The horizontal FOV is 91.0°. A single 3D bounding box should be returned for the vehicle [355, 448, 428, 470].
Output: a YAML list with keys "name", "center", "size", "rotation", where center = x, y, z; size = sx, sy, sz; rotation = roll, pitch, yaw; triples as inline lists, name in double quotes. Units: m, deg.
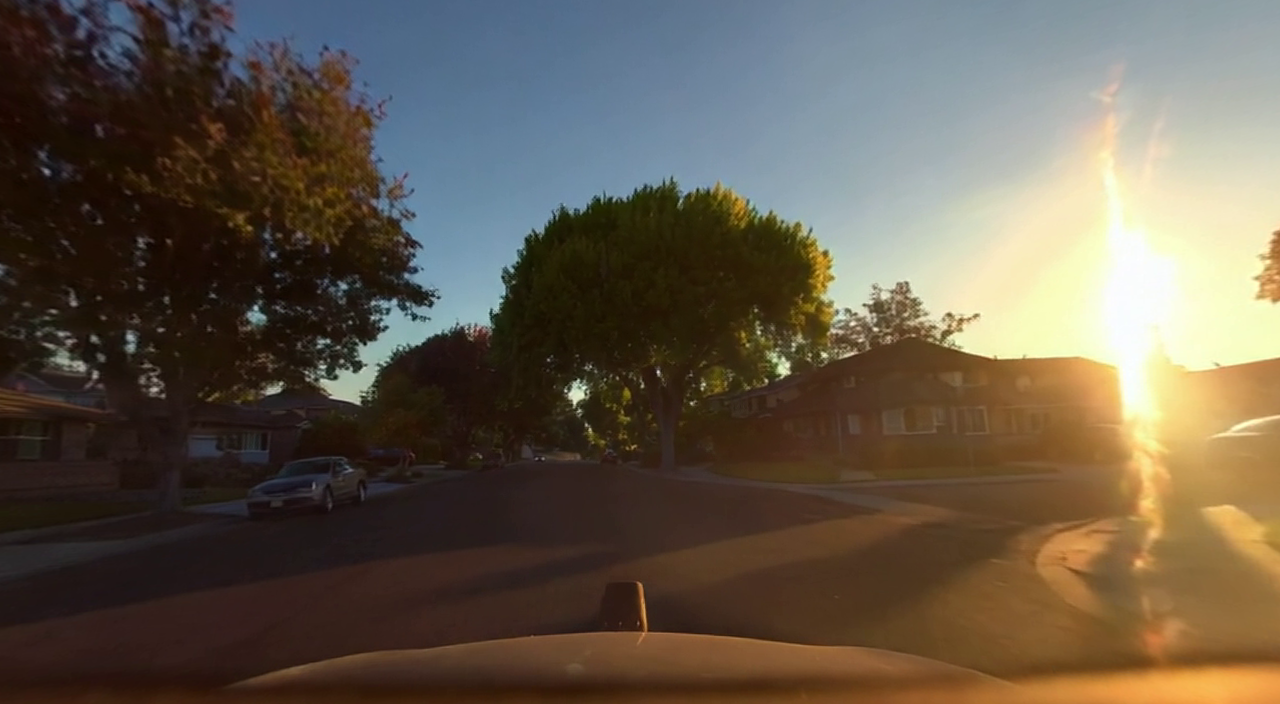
- name: "vehicle"
  center: [-19.517, 8.409, 49.571]
  size: [4.850, 1.676, 1.920]
  rotation: [0, -9, -3]

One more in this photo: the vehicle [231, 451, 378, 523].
- name: "vehicle"
  center: [-8.549, 3.431, 16.543]
  size: [1.938, 1.499, 4.290]
  rotation: [-2, -9, -7]

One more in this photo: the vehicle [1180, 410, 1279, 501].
- name: "vehicle"
  center: [15.167, 2.245, 13.837]
  size: [4.933, 1.817, 2.014]
  rotation: [1, -9, -7]

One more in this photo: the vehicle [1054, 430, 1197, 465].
- name: "vehicle"
  center: [21.903, 4.354, 28.746]
  size: [1.932, 1.464, 5.044]
  rotation: [2, -9, -11]
